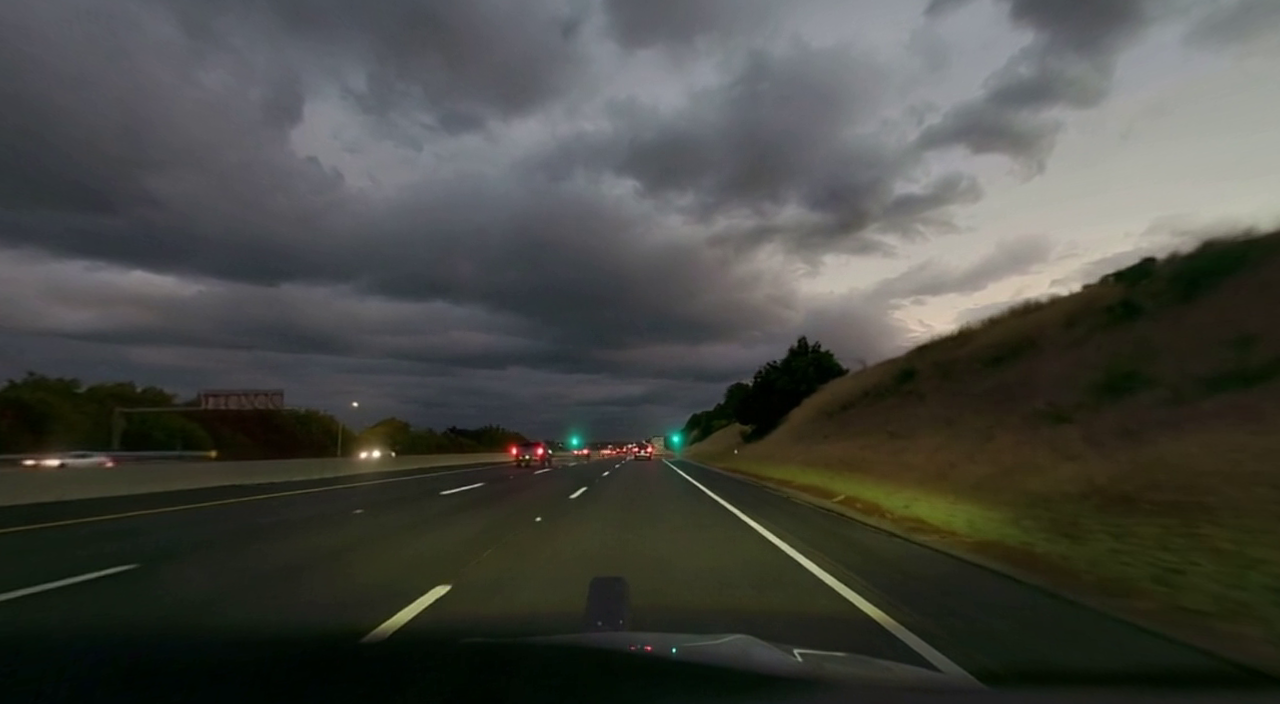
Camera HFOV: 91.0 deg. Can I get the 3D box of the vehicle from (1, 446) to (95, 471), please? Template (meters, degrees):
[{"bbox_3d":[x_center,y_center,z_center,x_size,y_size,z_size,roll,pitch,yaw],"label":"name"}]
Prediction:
[{"bbox_3d":[-39.616,7.107,42.316,1.846,1.564,4.400,0,-8,4],"label":"vehicle"}]

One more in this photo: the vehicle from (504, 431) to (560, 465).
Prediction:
[{"bbox_3d":[-6.613,5.976,39.237,2.438,1.967,5.596,0,-8,0],"label":"vehicle"}]

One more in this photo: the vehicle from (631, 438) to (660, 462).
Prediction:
[{"bbox_3d":[0.378,7.445,47.735,2.141,1.706,4.065,0,-8,-1],"label":"vehicle"}]
